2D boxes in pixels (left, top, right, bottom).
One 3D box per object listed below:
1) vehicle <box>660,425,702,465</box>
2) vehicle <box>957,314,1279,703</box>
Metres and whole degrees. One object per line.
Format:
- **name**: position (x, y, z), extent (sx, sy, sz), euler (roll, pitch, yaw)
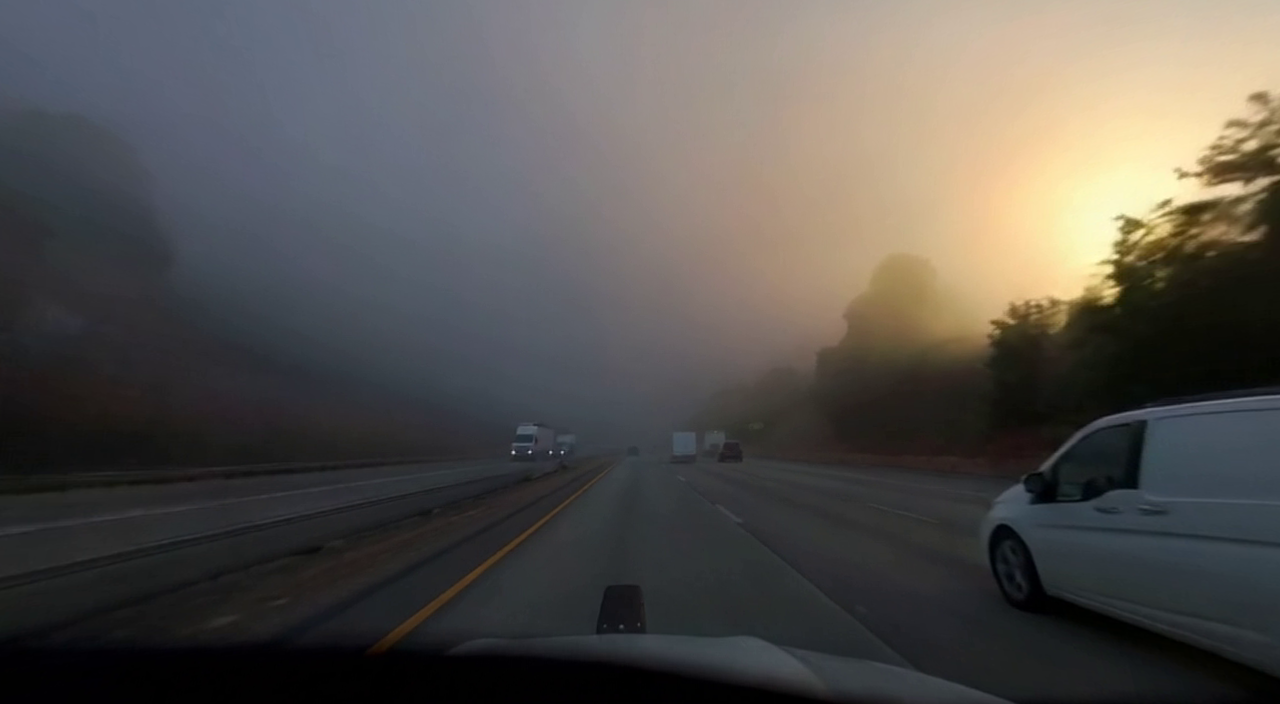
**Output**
- **vehicle**: position (2.981, 7.069, 48.031), extent (2.532, 2.791, 7.053), euler (0, -9, -1)
- **vehicle**: position (3.471, 0.745, 2.454), extent (2.070, 1.751, 4.576), euler (0, -9, 0)
